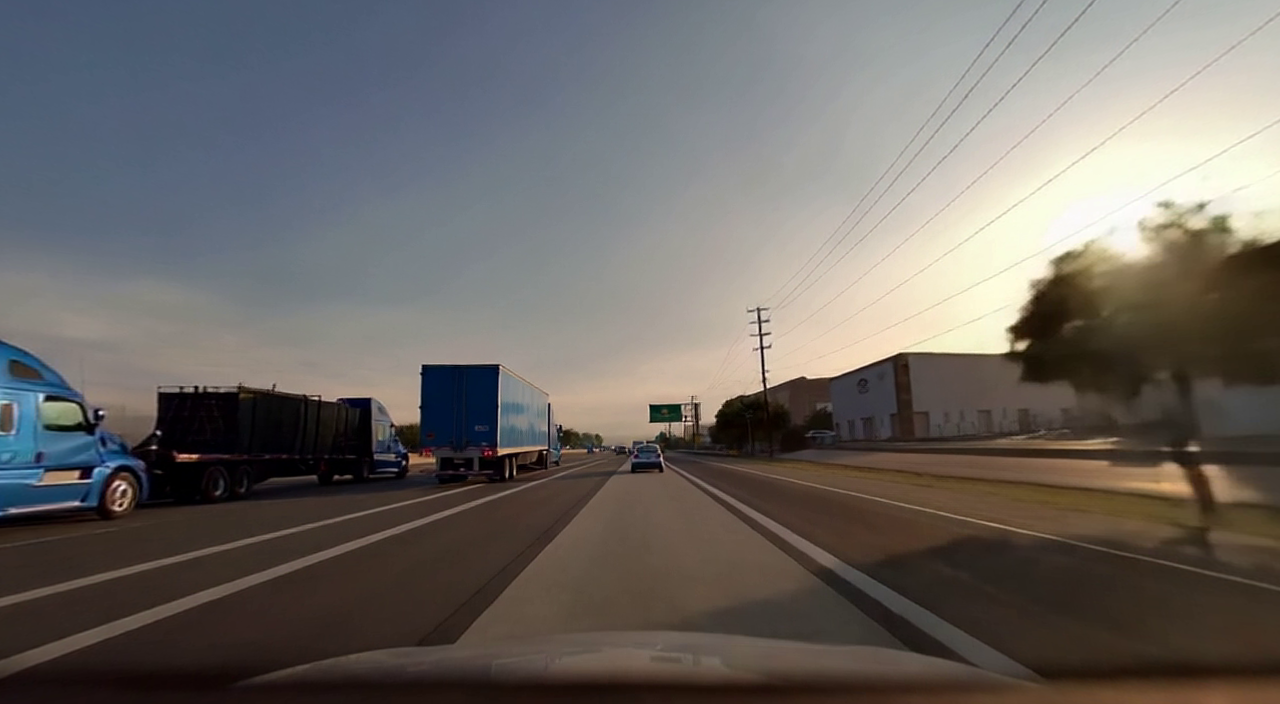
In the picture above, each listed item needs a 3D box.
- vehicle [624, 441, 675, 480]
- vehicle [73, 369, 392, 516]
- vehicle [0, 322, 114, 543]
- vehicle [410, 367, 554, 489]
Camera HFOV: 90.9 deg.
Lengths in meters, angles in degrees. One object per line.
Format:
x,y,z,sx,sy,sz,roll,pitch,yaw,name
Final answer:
0.352,4.662,27.386,2.055,1.514,4.323,0,-8,-1,vehicle
-10.569,2.632,18.287,2.896,3.140,9.491,0,-9,0,vehicle
-10.639,0.898,7.357,2.722,3.172,7.167,0,-9,0,vehicle
-6.311,3.660,28.838,2.907,4.081,15.311,0,-9,-1,vehicle
